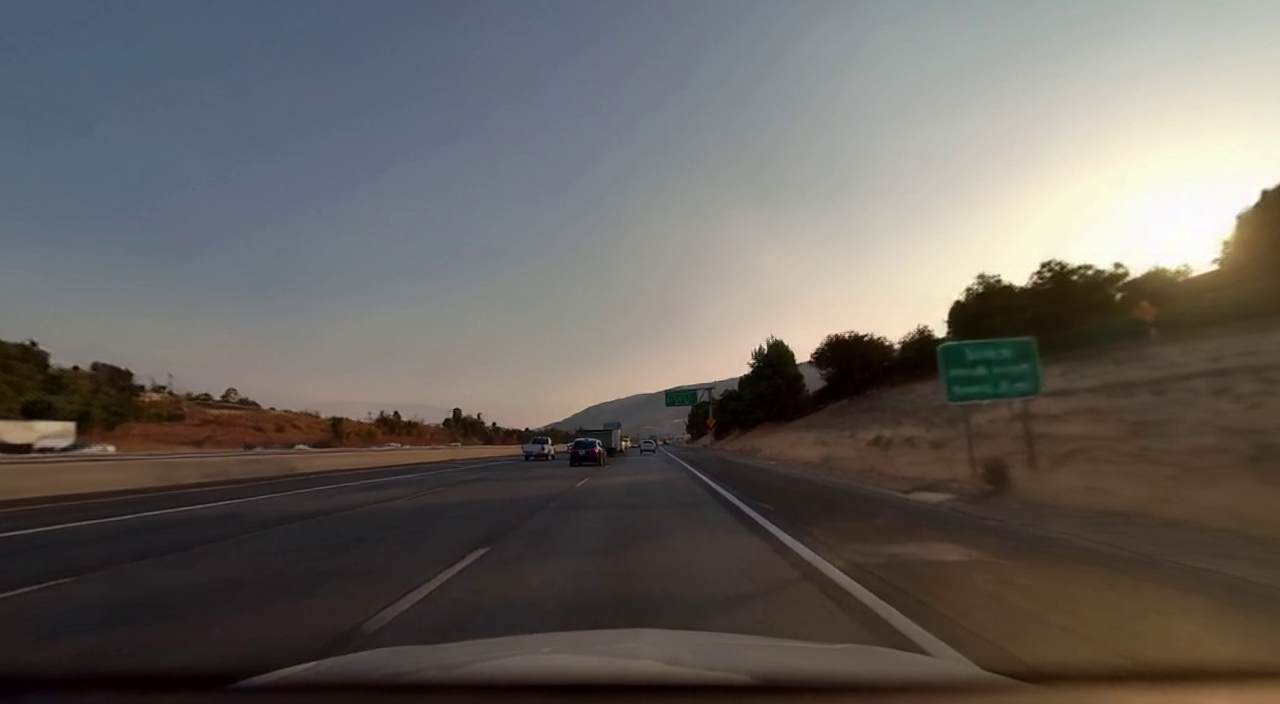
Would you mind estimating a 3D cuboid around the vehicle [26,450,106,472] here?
[{"bbox_3d":[-41.269,7.815,45.277,1.700,1.439,4.347,0,-8,0],"label":"vehicle"}]

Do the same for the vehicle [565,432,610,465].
[{"bbox_3d":[-2.880,5.413,35.296,2.194,1.766,3.720,0,-8,1],"label":"vehicle"}]

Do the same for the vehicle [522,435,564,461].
[{"bbox_3d":[-6.711,6.715,43.940,2.078,1.729,4.722,0,-8,2],"label":"vehicle"}]
